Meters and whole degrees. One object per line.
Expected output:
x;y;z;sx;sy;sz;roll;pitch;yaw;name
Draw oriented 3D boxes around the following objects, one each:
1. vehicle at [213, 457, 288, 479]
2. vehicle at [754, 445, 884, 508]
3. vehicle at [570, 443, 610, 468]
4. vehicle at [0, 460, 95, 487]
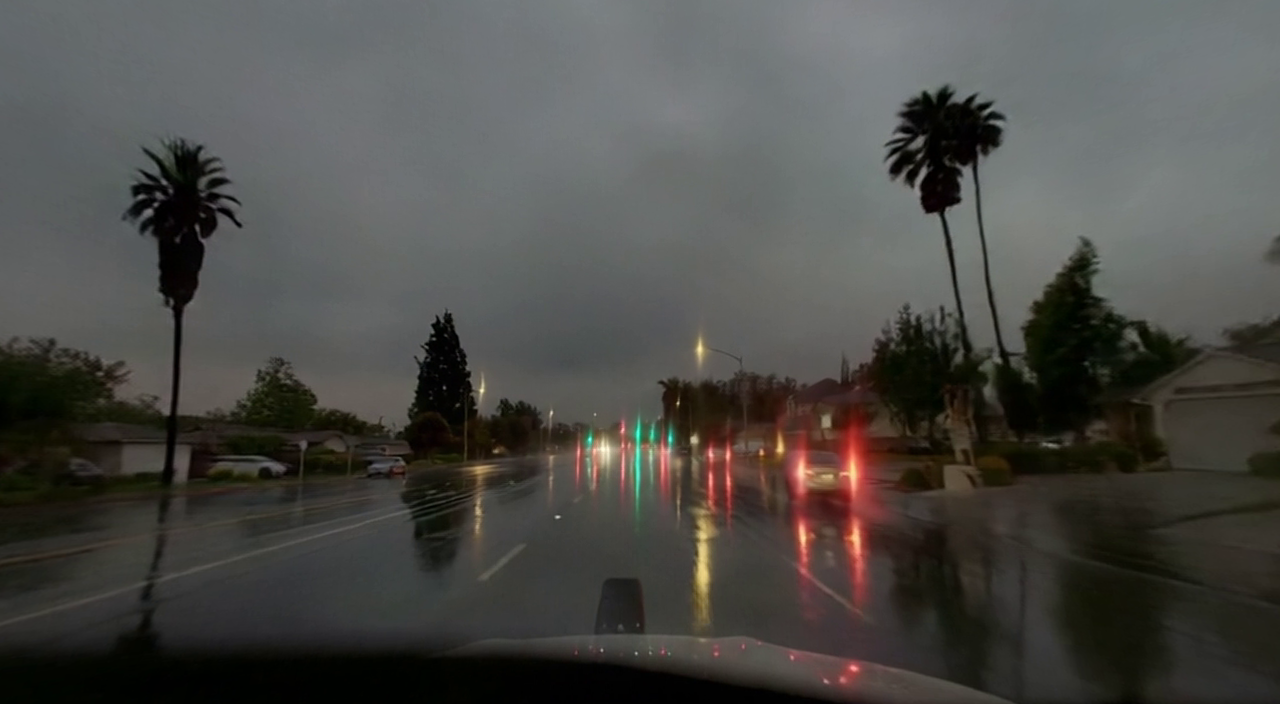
-28.266;8.414;45.918;4.113;1.535;1.952;1;-8;-1;vehicle
4.565;3.233;16.987;2.149;1.421;4.805;0;-8;1;vehicle
-3.248;6.823;41.941;2.263;1.548;4.555;0;-8;0;vehicle
-35.334;7.151;37.290;4.503;1.515;1.964;0;-9;2;vehicle
